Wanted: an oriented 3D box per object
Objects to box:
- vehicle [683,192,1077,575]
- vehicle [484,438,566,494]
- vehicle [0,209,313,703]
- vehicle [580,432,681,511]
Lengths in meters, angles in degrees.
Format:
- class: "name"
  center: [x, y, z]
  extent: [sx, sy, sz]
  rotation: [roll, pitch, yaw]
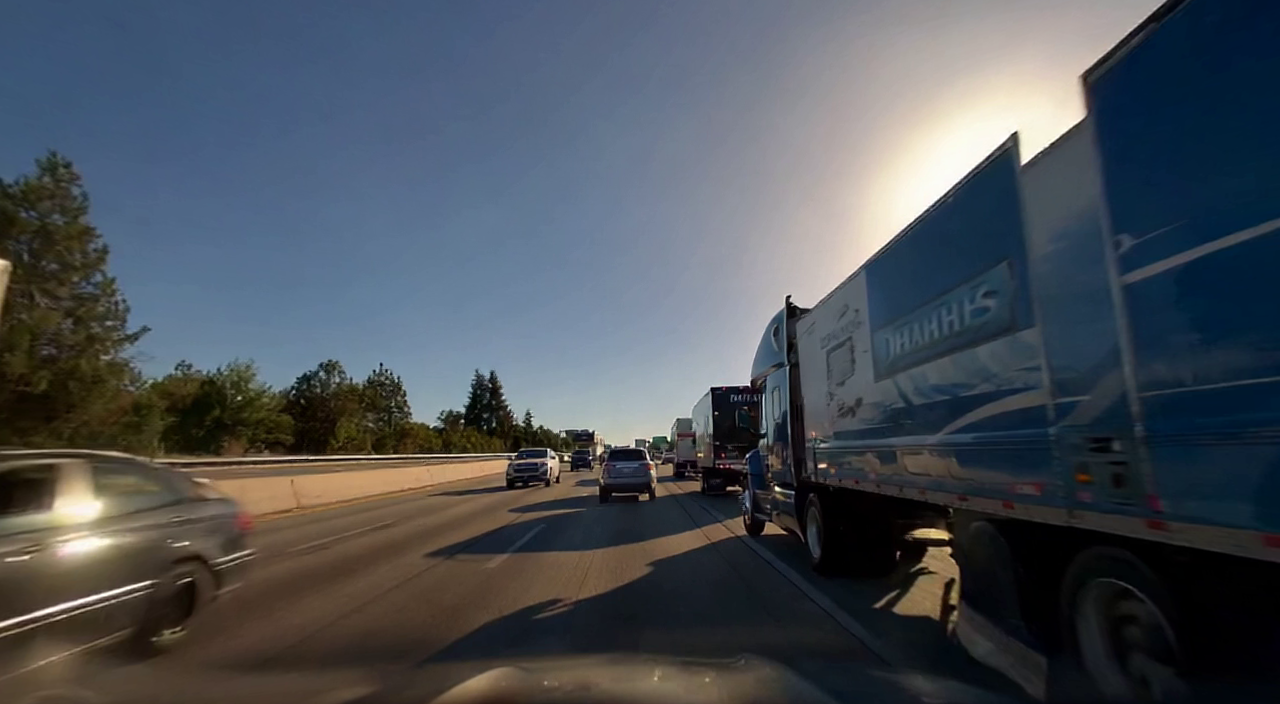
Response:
- class: "vehicle"
  center: [3.016, 1.448, 14.589]
  extent: [2.934, 4.123, 15.785]
  rotation: [0, -9, 0]
- class: "vehicle"
  center: [-3.869, 3.918, 21.998]
  extent: [1.986, 1.733, 4.209]
  rotation: [0, -9, 1]
- class: "vehicle"
  center: [-3.765, 0.554, 2.343]
  extent: [2.254, 2.331, 5.179]
  rotation: [0, -9, 0]
- class: "vehicle"
  center: [-0.246, 2.947, 15.949]
  extent: [2.201, 1.719, 4.058]
  rotation: [0, -9, -1]
